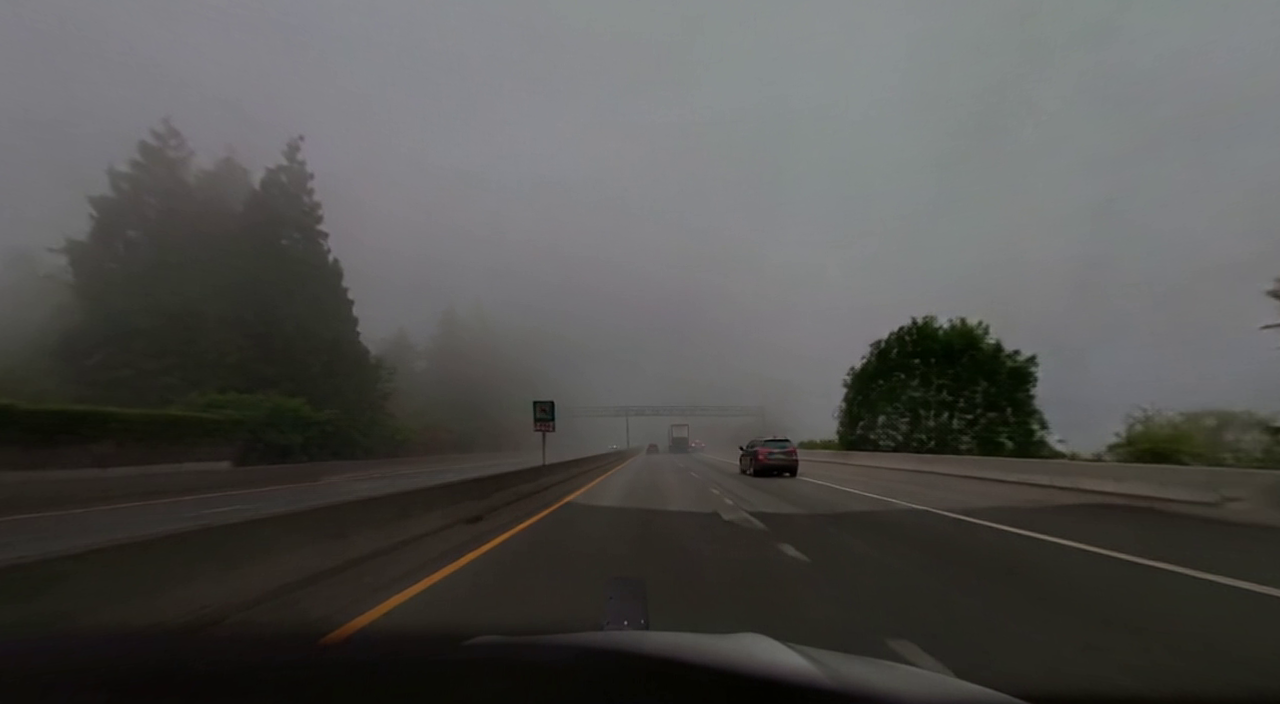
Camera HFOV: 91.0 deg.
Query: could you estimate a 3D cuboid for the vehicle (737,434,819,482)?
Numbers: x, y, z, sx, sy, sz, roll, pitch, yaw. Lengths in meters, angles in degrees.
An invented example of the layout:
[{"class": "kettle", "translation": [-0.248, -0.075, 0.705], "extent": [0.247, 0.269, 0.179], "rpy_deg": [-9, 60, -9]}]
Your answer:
[{"class": "vehicle", "translation": [4.749, 3.708, 22.305], "extent": [1.954, 1.550, 4.140], "rpy_deg": [0, -8, 0]}]
